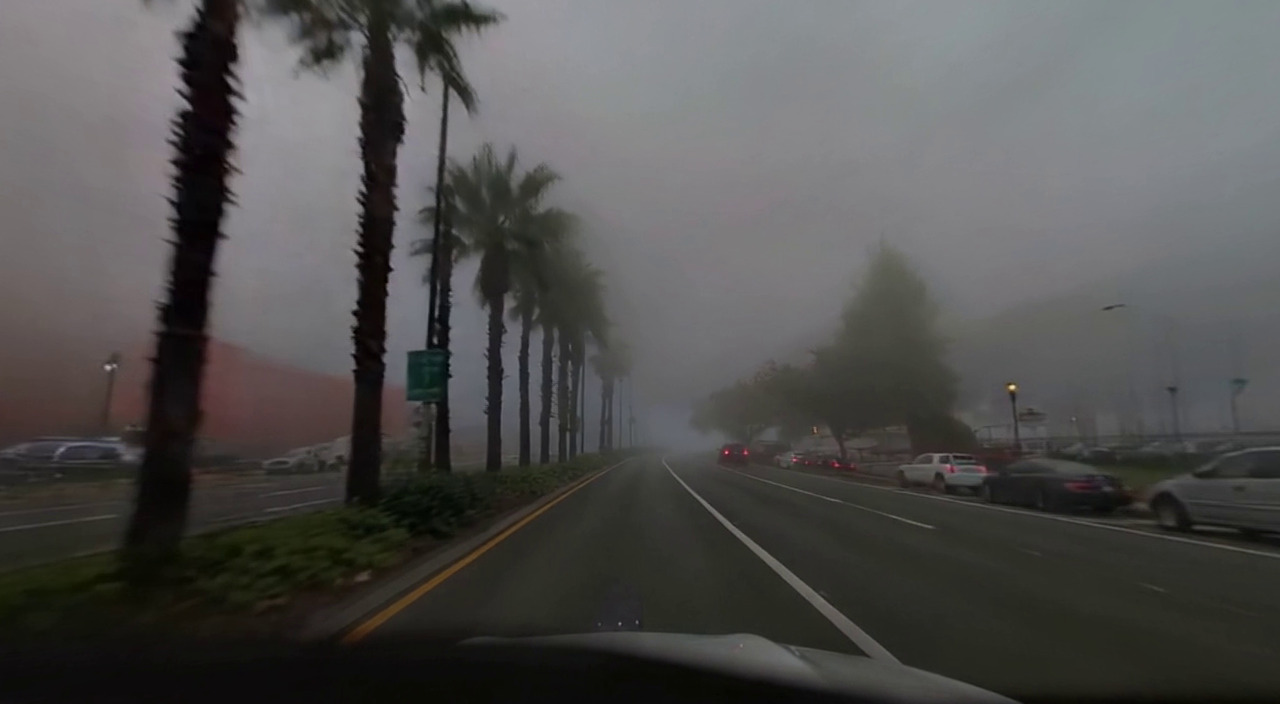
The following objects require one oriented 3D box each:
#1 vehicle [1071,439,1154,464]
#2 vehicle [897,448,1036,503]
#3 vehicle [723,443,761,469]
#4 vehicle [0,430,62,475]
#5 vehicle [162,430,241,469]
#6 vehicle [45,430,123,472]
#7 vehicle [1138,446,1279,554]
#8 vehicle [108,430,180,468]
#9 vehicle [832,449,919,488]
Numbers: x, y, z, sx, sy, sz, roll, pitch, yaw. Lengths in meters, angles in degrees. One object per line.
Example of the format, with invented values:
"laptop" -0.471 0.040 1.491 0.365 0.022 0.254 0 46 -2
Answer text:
"vehicle" 33.819 7.120 45.115 4.252 1.711 1.954 0 -9 2
"vehicle" 10.138 3.830 20.051 1.875 1.491 4.780 0 -9 0
"vehicle" 7.023 7.211 43.888 2.000 1.717 4.101 0 -9 0
"vehicle" -37.262 6.023 37.938 6.188 2.494 2.424 -7 -11 39
"vehicle" -30.861 6.898 44.247 5.692 2.593 2.245 -7 -11 31
"vehicle" -35.106 6.221 39.673 5.636 2.448 2.280 -6 -11 36
"vehicle" 10.335 2.166 9.225 2.086 1.545 4.645 1 -9 -3
"vehicle" -32.075 6.230 40.607 6.178 2.298 1.943 -6 -10 37
"vehicle" 10.216 5.060 27.685 1.950 1.410 4.642 0 -7 -1
